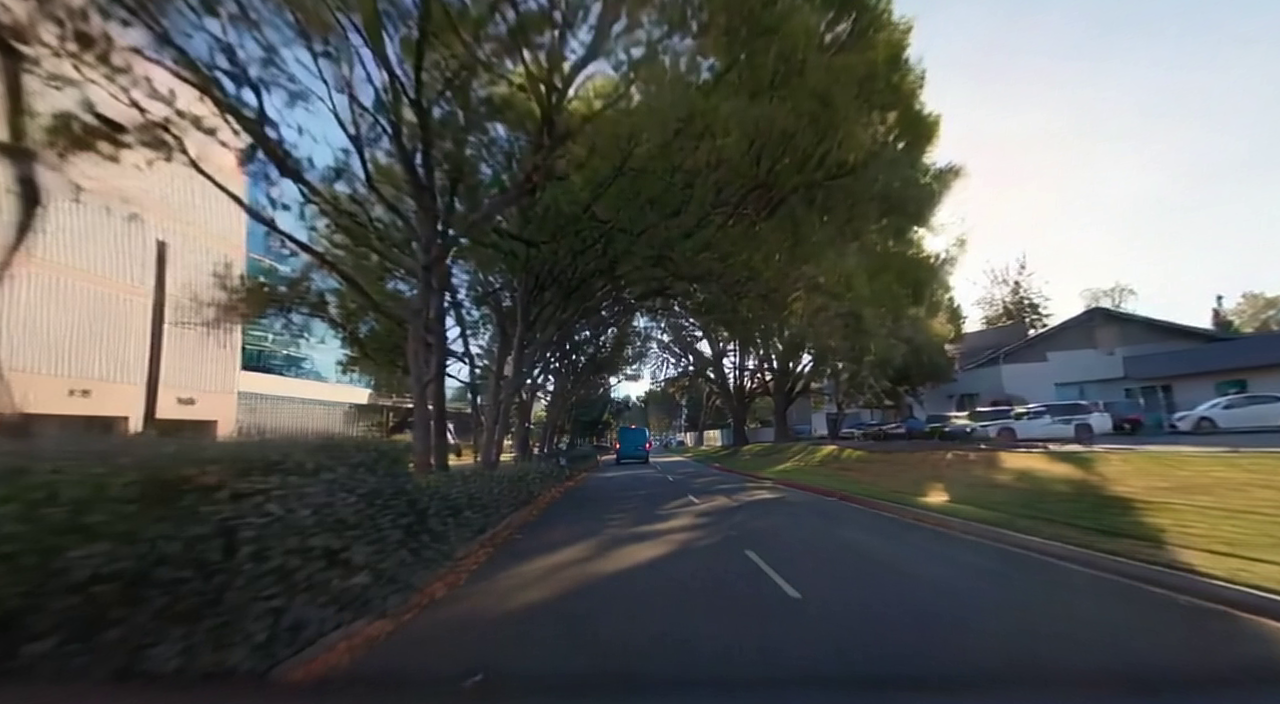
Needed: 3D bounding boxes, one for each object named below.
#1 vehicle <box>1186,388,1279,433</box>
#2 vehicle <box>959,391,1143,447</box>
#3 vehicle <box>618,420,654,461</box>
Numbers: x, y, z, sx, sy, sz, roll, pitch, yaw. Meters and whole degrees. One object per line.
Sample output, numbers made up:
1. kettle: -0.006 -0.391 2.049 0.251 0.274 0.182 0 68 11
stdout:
1. vehicle: 23.083 2.165 23.621 3.556 1.469 1.774 -3 -8 -4
2. vehicle: 12.233 2.052 18.942 4.184 1.578 1.976 1 -8 -4
3. vehicle: -0.314 6.482 46.241 2.435 2.816 5.232 0 -8 -1
